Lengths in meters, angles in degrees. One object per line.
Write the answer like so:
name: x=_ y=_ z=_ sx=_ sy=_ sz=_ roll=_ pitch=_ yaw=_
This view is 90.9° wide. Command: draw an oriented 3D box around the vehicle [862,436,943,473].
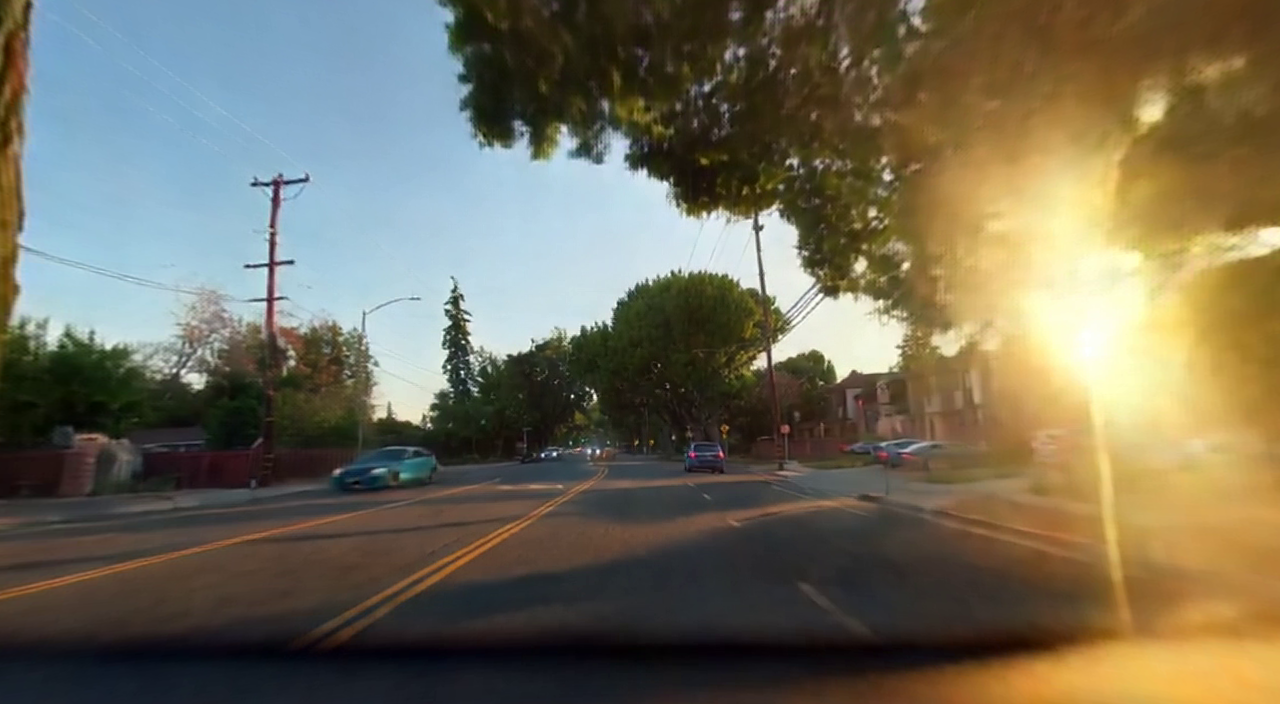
vehicle: x=12.359 y=4.847 z=30.044 sx=1.970 sy=1.561 sz=4.725 roll=-1 pitch=-9 yaw=3

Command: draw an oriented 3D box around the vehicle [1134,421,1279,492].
vehicle: x=15.221 y=2.535 z=15.658 sx=4.135 sy=1.558 sz=1.929 roll=-2 pitch=-8 yaw=2

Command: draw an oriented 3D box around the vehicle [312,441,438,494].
vehicle: x=-8.924 y=3.916 z=21.737 sx=2.179 sy=1.613 sz=4.516 roll=-1 pitch=-9 yaw=3

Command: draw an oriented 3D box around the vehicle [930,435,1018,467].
vehicle: x=16.065 y=4.798 z=30.600 sx=1.747 sy=1.405 sz=4.372 roll=0 pitch=-9 yaw=-2

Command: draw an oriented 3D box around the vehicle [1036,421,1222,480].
vehicle: x=16.442 y=3.354 z=21.437 sx=4.329 sy=1.682 sz=2.240 roll=-3 pitch=-9 yaw=2

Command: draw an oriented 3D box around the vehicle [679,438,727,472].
vehicle: x=3.583 y=5.986 z=36.877 sx=2.144 sy=1.843 sz=4.827 roll=0 pitch=-9 yaw=-2
